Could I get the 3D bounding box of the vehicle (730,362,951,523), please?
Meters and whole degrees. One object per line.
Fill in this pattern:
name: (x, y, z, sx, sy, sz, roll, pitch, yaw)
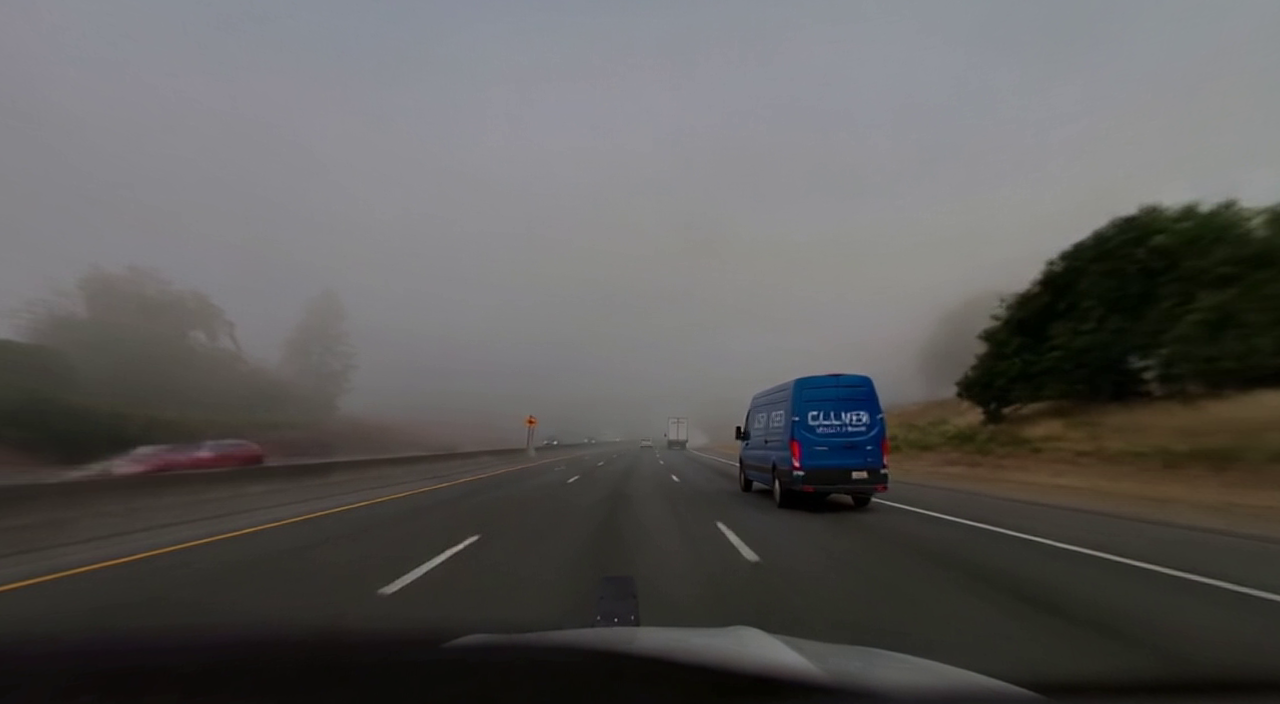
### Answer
vehicle: (3.599, 1.828, 12.872, 2.485, 2.562, 5.535, 0, -8, -2)
